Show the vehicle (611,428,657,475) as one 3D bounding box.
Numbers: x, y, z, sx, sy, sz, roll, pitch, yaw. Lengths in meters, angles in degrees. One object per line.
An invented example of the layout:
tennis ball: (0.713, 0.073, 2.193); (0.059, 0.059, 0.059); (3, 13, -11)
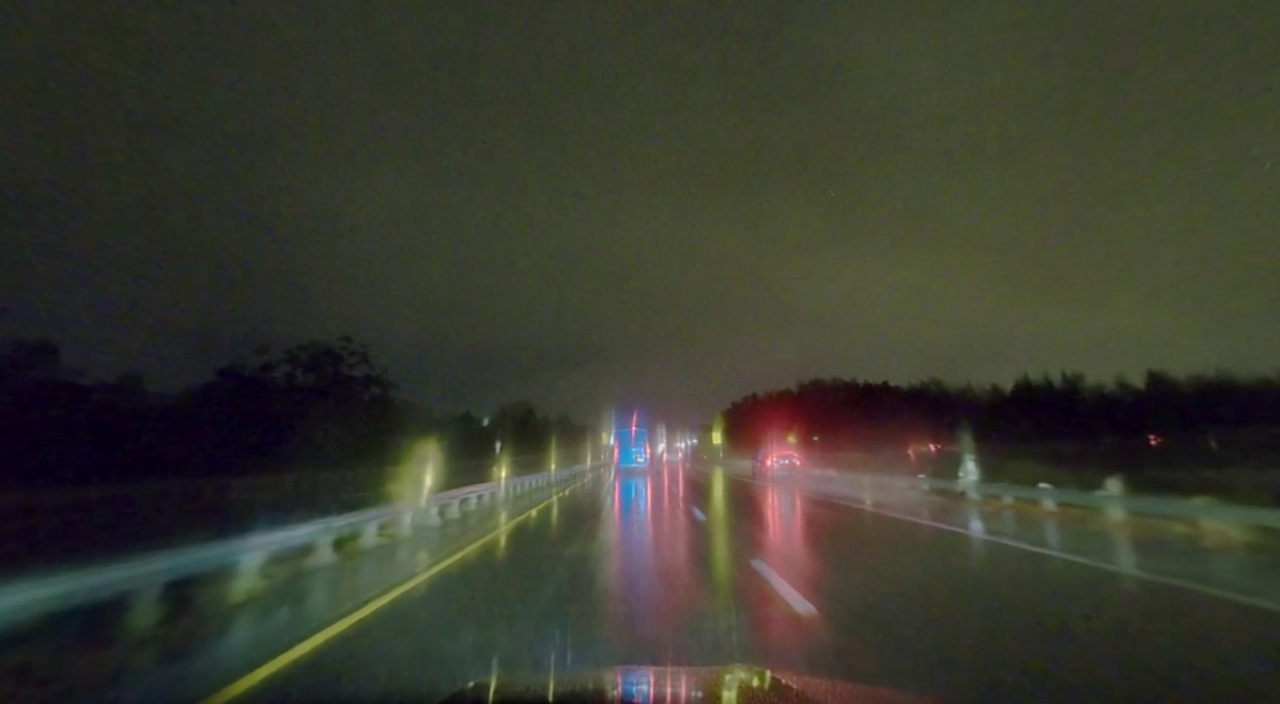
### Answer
vehicle: (-0.351, 5.998, 37.806); (2.560, 2.598, 5.581); (0, -9, -1)
